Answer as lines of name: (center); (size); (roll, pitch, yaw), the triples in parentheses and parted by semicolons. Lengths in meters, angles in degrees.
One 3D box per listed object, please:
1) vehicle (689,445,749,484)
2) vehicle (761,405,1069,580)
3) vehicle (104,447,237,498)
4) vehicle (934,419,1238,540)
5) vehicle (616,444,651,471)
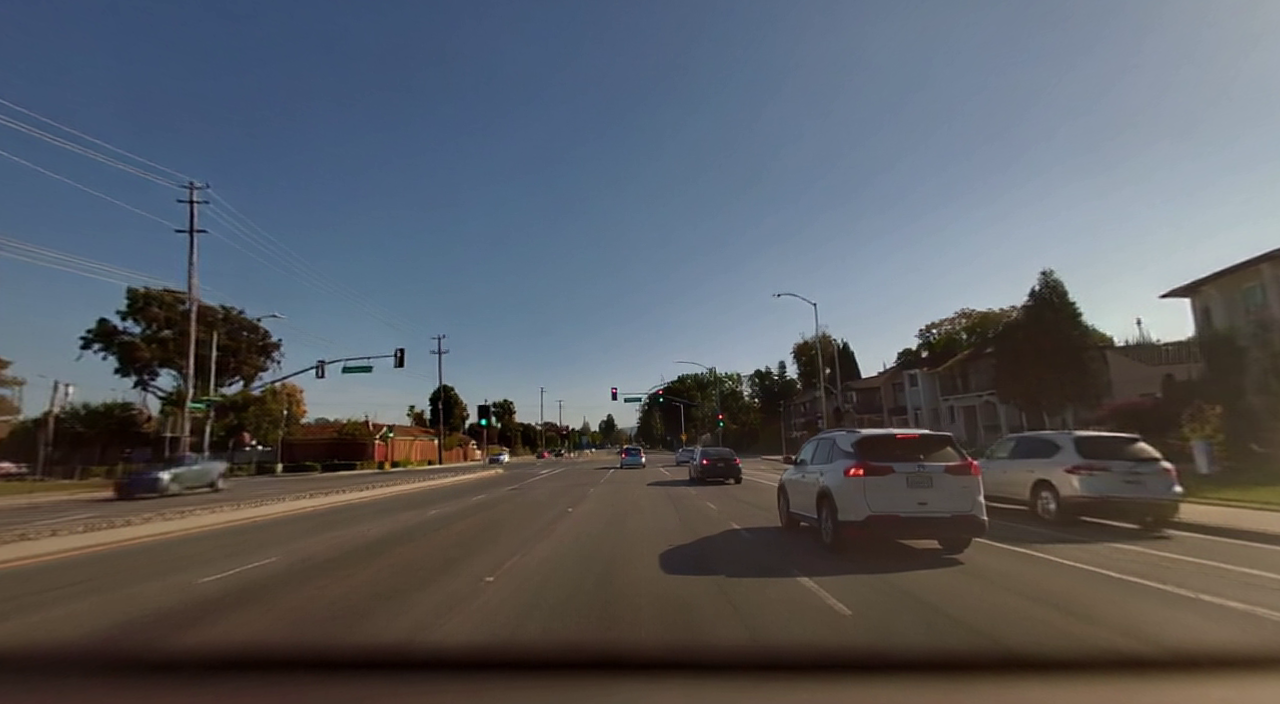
vehicle: (3.141, 4.554, 25.738); (1.889, 1.451, 4.180); (0, -9, 0)
vehicle: (3.243, 1.771, 8.763); (2.129, 1.761, 4.610); (0, -9, -1)
vehicle: (-18.844, 4.817, 25.587); (2.071, 1.746, 4.444); (-3, -9, -1)
vehicle: (7.635, 2.223, 11.591); (2.172, 1.745, 4.608); (0, -9, 0)
vehicle: (-0.467, 6.844, 41.070); (2.146, 1.685, 4.003); (0, -9, -1)
